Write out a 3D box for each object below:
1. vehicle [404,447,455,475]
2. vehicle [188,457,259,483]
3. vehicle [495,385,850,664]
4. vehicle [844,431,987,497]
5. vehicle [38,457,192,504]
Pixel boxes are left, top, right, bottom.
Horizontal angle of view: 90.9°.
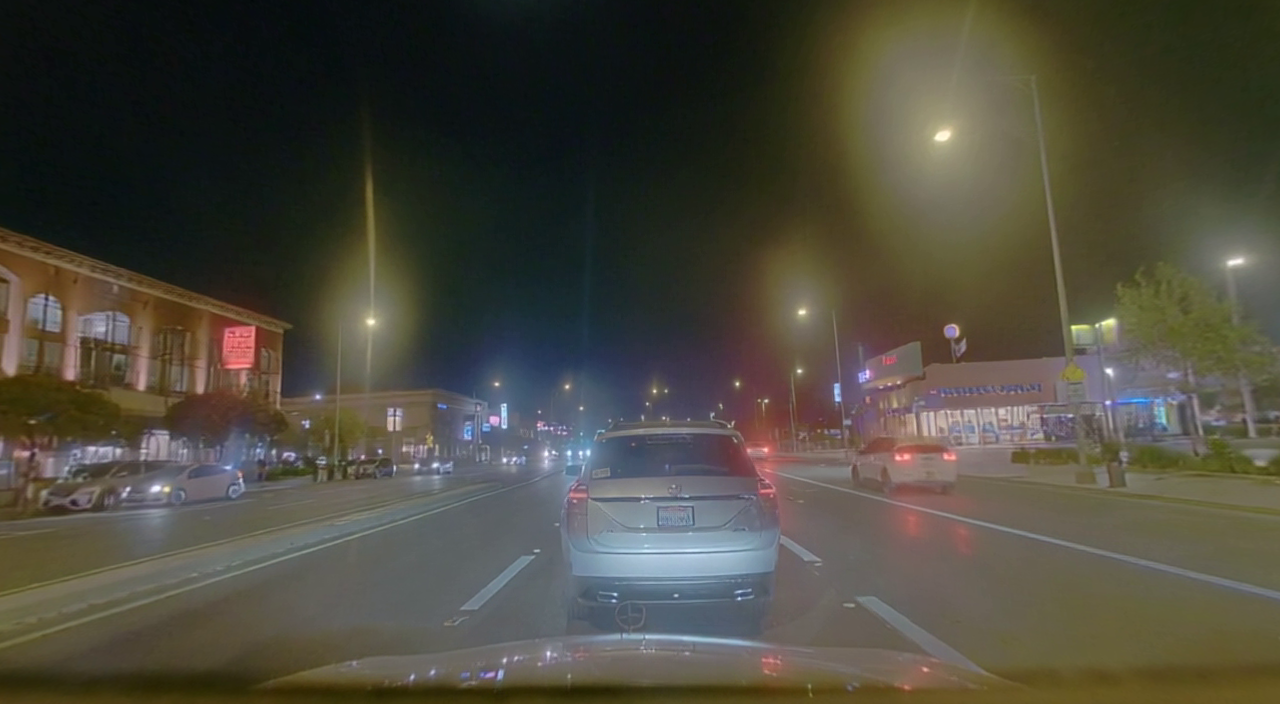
[{"bbox_3d":[-13.650,7.070,41.114,1.965,1.695,4.284,0,-8,-2],"label":"vehicle"},{"bbox_3d":[-27.900,7.877,42.376,1.861,1.578,4.152,0,-8,1],"label":"vehicle"},{"bbox_3d":[0.197,1.320,5.806,2.125,1.669,3.880,0,-8,0],"label":"vehicle"},{"bbox_3d":[7.050,2.898,16.675,1.900,1.507,4.151,0,-8,0],"label":"vehicle"},{"bbox_3d":[-21.358,5.215,25.958,4.608,1.659,1.981,6,-10,-34],"label":"vehicle"}]
